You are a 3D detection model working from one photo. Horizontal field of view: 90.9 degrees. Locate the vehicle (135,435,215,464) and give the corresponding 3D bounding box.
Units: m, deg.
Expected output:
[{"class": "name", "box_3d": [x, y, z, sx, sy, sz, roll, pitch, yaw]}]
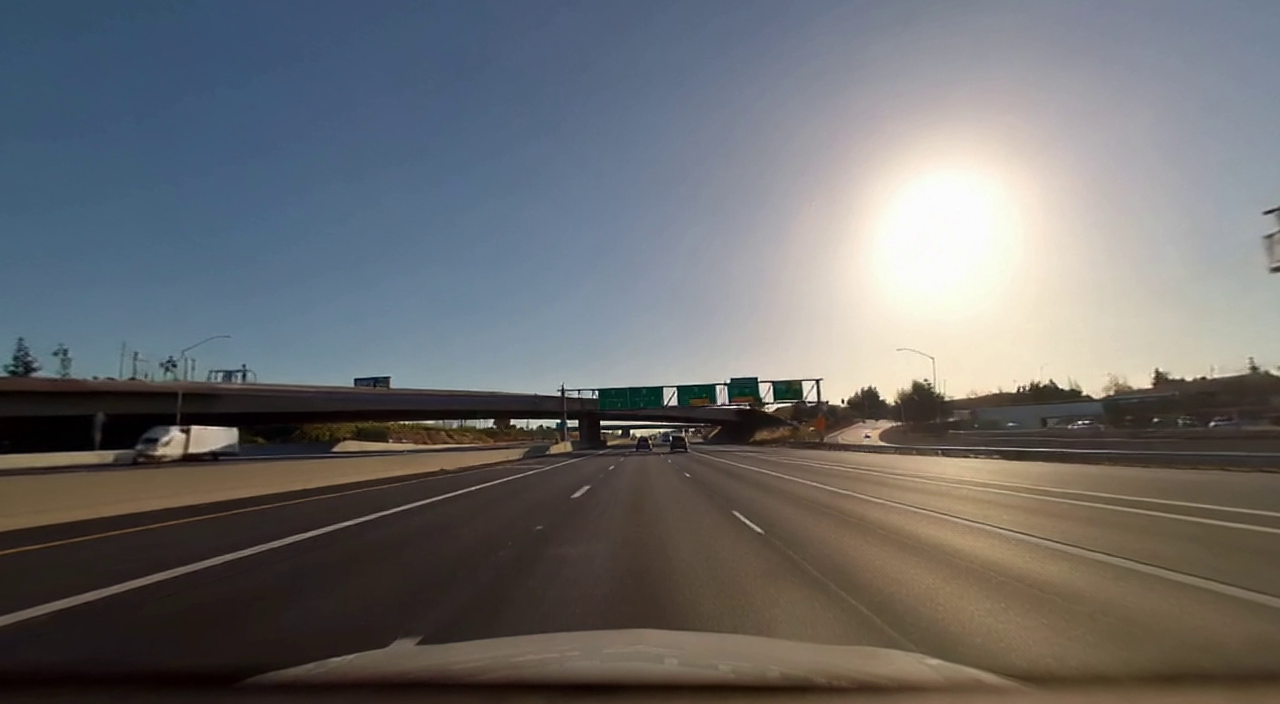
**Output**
[{"class": "vehicle", "box_3d": [-36.075, 7.590, 49.160, 2.264, 2.044, 5.536, 0, -8, -3]}]
